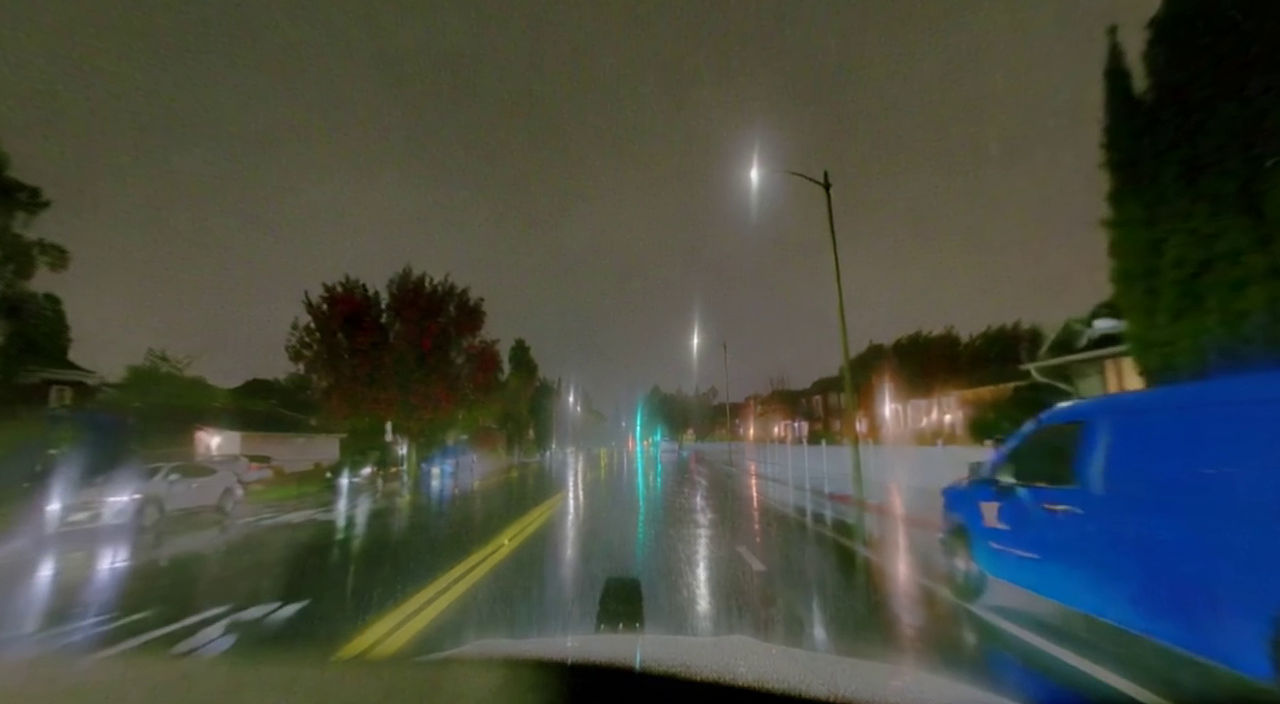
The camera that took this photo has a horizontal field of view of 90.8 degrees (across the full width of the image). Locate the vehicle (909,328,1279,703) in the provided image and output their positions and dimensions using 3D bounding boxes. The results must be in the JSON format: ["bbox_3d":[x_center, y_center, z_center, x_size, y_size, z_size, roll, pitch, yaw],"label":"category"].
[{"bbox_3d":[3.930,0.980,3.479,2.407,1.926,5.615,0,-8,0],"label":"vehicle"}]

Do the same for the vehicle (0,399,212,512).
[{"bbox_3d":[-17.997,3.374,20.986,2.725,3.122,6.348,-2,-8,5],"label":"vehicle"}]

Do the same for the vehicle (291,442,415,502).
[{"bbox_3d":[-11.096,4.610,25.044,2.341,1.835,5.570,-3,-7,0],"label":"vehicle"}]

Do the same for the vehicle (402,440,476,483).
[{"bbox_3d":[-11.086,6.022,35.375,2.241,1.944,5.709,-5,-7,0],"label":"vehicle"}]

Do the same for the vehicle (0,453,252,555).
[{"bbox_3d":[-11.253,3.233,14.205,2.186,1.532,4.751,-5,-7,-2],"label":"vehicle"}]
